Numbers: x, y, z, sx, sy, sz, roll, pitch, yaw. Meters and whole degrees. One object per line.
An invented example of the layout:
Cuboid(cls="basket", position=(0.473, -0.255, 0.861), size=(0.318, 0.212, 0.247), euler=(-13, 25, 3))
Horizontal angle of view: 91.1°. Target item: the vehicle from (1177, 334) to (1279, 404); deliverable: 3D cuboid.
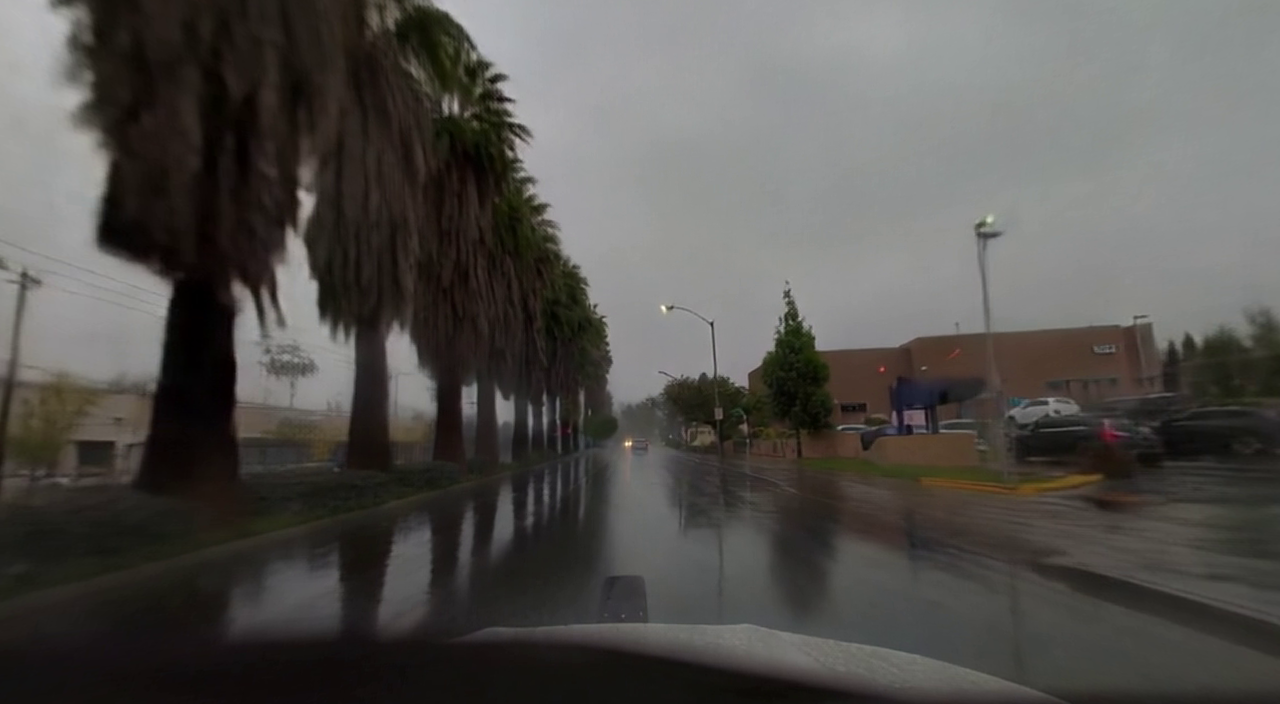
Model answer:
Cuboid(cls="vehicle", position=(22.122, 0.457, 21.544), size=(5.257, 1.921, 2.104), euler=(-14, -16, 42))

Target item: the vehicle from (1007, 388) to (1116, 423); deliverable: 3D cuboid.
Cuboid(cls="vehicle", position=(23.354, 3.019, 34.977), size=(4.630, 1.473, 1.702), euler=(-6, -13, 17))

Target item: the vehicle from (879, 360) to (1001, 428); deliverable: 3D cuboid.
Cuboid(cls="vehicle", position=(11.367, 1.710, 23.625), size=(5.186, 2.000, 2.226), euler=(10, -12, -41))
